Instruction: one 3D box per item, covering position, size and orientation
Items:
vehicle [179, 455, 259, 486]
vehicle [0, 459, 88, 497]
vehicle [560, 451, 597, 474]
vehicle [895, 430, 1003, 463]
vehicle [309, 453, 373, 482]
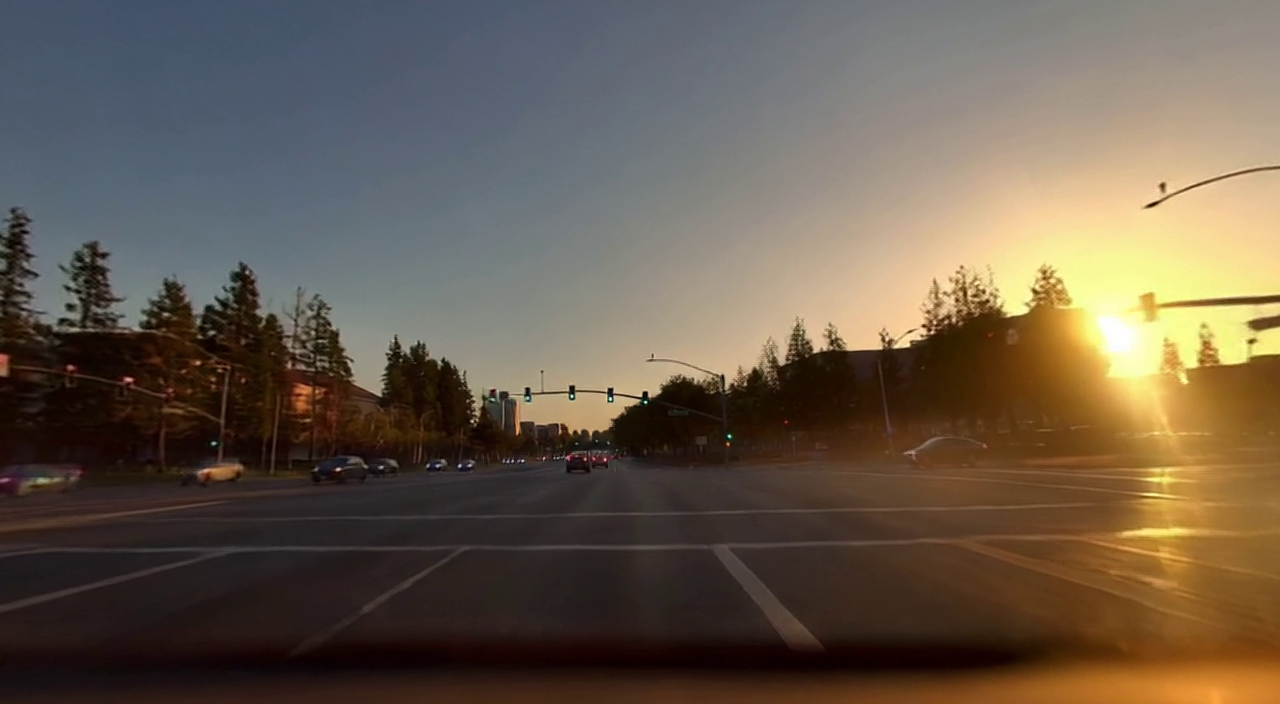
[{"bbox_3d":[-25.594,7.188,38.574,1.877,1.640,4.337,0,-8,0],"label":"vehicle"},{"bbox_3d":[-28.967,5.933,30.009,1.789,1.579,4.026,0,-8,0],"label":"vehicle"},{"bbox_3d":[-4.131,7.491,43.171,2.073,1.445,4.151,0,-8,0],"label":"vehicle"},{"bbox_3d":[17.740,5.460,36.487,5.003,1.786,2.369,0,-8,-2],"label":"vehicle"},{"bbox_3d":[-18.590,7.185,39.549,1.864,1.678,4.288,0,-8,1],"label":"vehicle"}]
